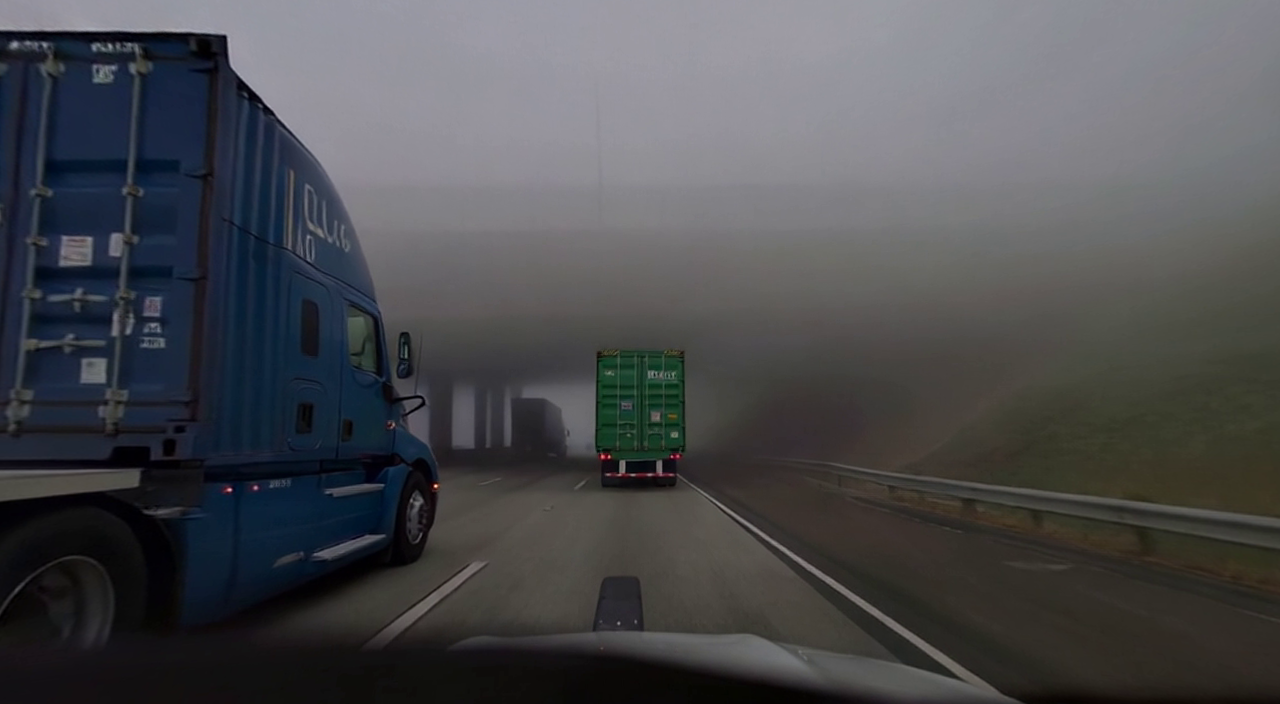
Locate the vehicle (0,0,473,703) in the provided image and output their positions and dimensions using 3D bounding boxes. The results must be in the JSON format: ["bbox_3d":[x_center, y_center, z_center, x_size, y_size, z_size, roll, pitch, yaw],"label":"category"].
[{"bbox_3d":[-3.545,-0.085,3.807,3.187,3.949,6.963,0,-9,0],"label":"vehicle"}]

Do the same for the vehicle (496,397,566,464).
[{"bbox_3d":[-7.468,5.759,45.379,3.023,4.139,11.860,0,-9,-1],"label":"vehicle"}]

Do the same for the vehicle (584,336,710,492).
[{"bbox_3d":[0.045,2.203,20.873,3.357,4.212,7.519,0,-9,-2],"label":"vehicle"}]
